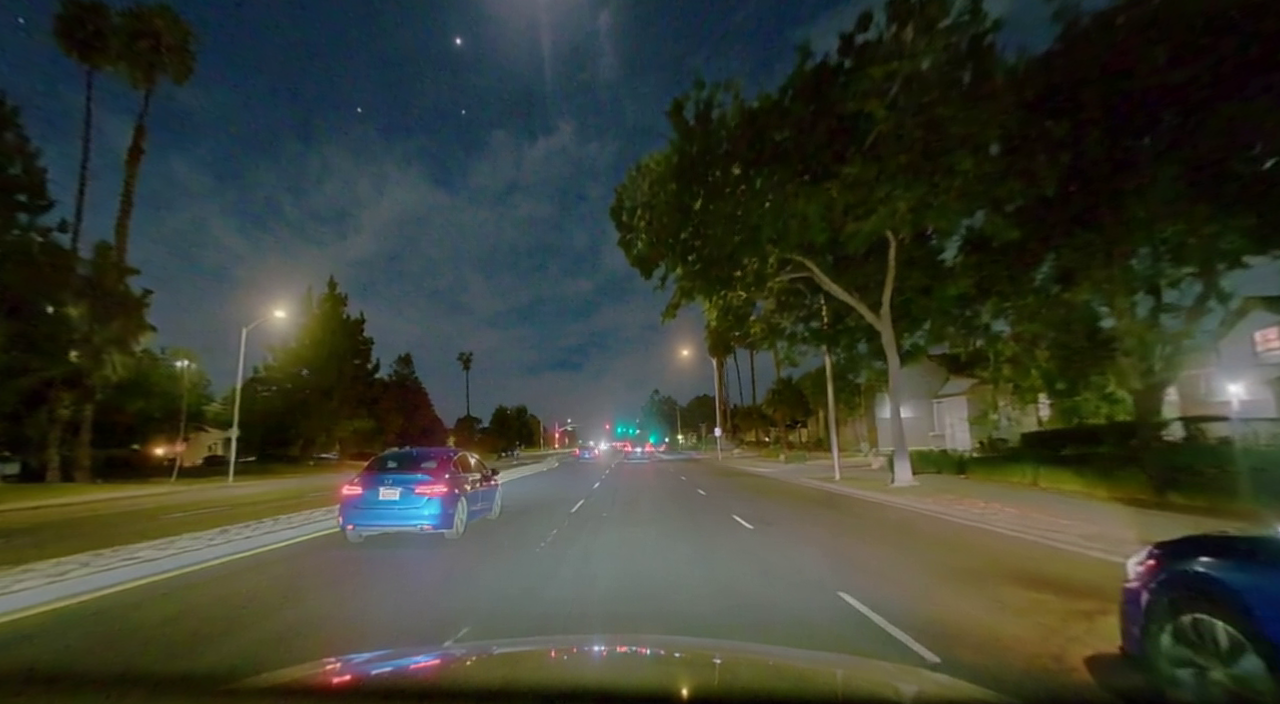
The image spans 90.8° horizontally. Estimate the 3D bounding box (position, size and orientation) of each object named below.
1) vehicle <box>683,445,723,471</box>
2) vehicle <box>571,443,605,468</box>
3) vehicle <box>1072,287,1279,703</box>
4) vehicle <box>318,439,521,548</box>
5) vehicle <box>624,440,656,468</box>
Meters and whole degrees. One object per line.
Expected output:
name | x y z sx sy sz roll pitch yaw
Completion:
vehicle | 3.732 6.327 38.058 1.830 1.451 4.009 0 -8 -2
vehicle | -3.456 6.893 42.366 2.000 1.569 3.794 0 -8 -1
vehicle | 3.618 0.590 1.621 2.125 1.937 3.924 0 -8 -1
vehicle | -3.398 2.239 10.803 1.844 1.451 4.543 0 -8 0
vehicle | -0.057 6.780 42.252 2.043 1.734 4.253 0 -8 -2
